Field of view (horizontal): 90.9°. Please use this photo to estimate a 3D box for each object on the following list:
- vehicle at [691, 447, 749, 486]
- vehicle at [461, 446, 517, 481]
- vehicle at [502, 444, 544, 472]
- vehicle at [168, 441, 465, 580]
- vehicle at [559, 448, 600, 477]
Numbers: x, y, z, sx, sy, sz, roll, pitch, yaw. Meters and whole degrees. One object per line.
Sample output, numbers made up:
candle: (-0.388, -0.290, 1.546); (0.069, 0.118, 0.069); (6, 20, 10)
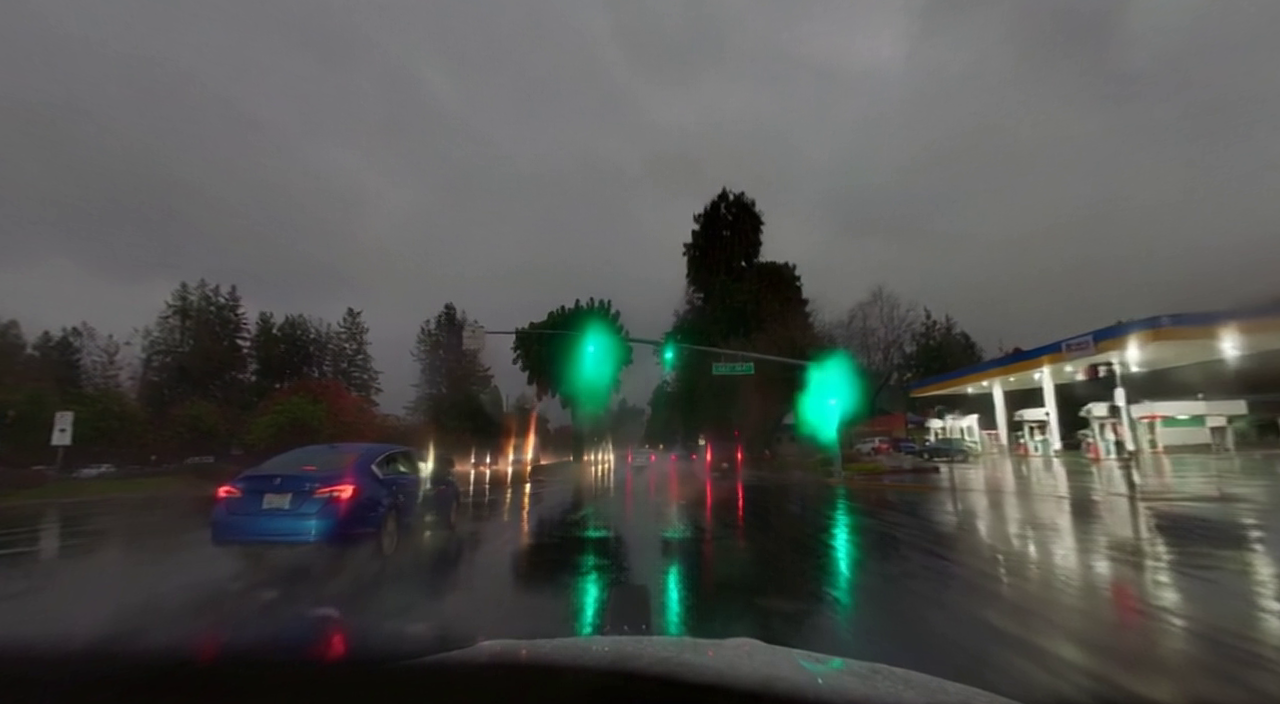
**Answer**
vehicle: (3.266, 4.766, 26.504); (1.883, 1.465, 3.975); (0, -8, -1)
vehicle: (-8.262, 6.106, 34.919); (1.922, 1.660, 4.332); (-3, -8, 2)
vehicle: (-8.475, 7.709, 46.316); (2.370, 1.909, 5.431); (0, -8, -4)
vehicle: (-4.105, 2.035, 9.031); (1.803, 1.463, 4.422); (0, -8, 2)
vehicle: (-3.330, 6.174, 35.480); (1.841, 1.474, 4.038); (0, -8, 1)
